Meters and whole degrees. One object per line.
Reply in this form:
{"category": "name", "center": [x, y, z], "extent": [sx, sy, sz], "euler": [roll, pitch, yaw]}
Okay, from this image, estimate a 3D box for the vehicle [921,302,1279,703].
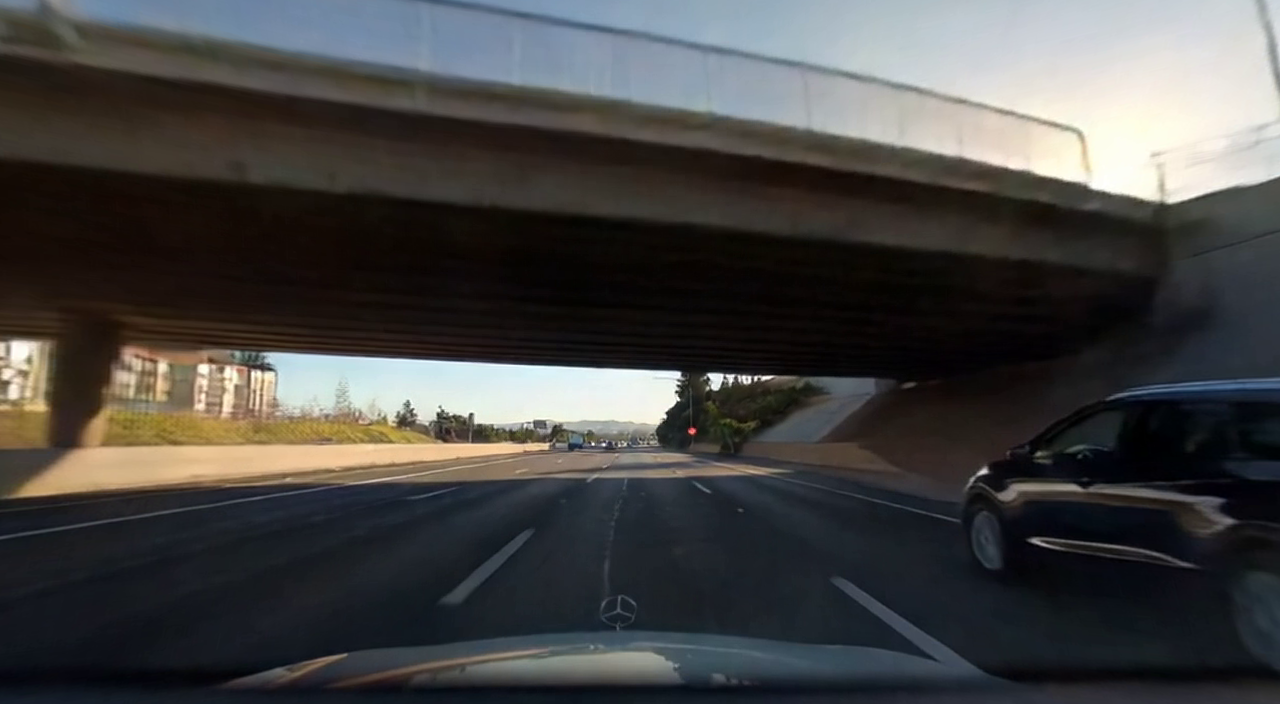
{"category": "vehicle", "center": [3.603, 0.755, 2.918], "extent": [2.212, 1.753, 5.064], "euler": [0, -9, -1]}
